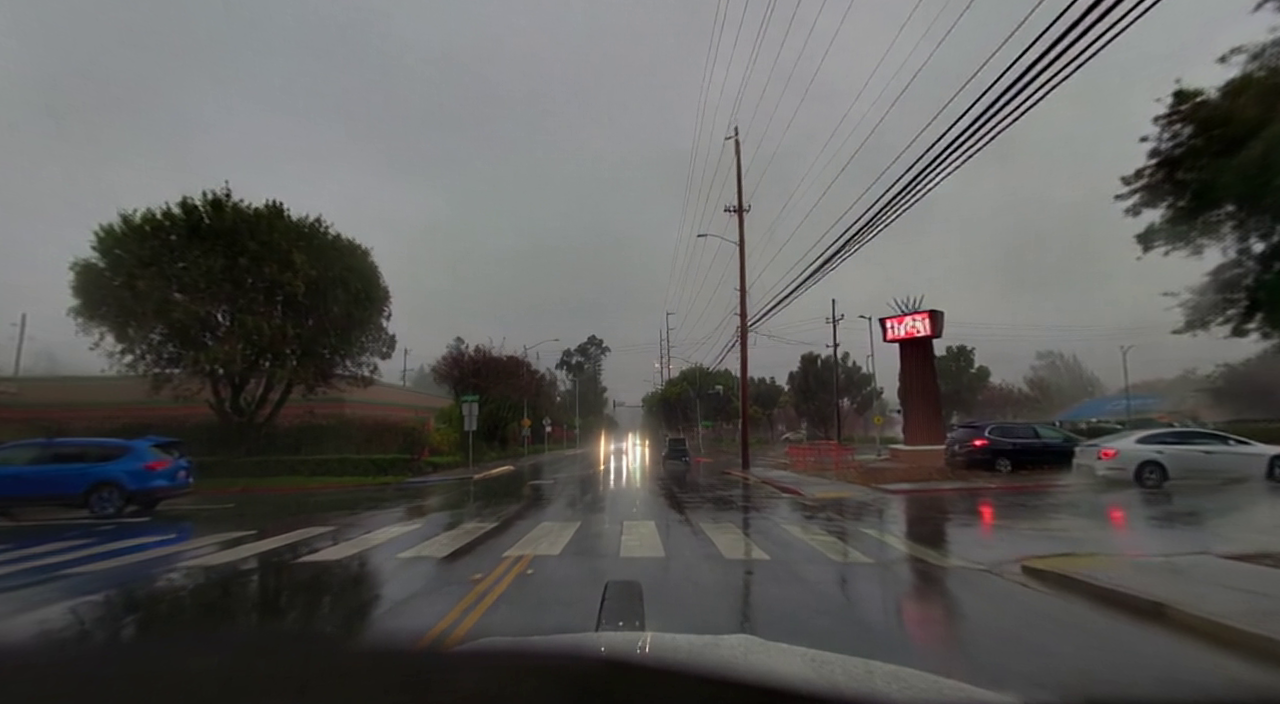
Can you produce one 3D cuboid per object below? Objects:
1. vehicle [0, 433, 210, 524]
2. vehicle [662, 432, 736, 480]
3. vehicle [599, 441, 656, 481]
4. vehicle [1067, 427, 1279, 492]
[{"bbox_3d":[-13.779,2.865,14.612,5.866,1.904,2.197,1,-9,-6],"label":"vehicle"},{"bbox_3d":[2.429,4.533,27.852,2.553,1.868,5.536,0,-9,-2],"label":"vehicle"},{"bbox_3d":[-0.574,4.211,24.660,1.874,1.427,3.976,1,-9,-6],"label":"vehicle"},{"bbox_3d":[13.170,2.484,14.775,4.872,1.400,1.955,-1,-9,3],"label":"vehicle"}]
